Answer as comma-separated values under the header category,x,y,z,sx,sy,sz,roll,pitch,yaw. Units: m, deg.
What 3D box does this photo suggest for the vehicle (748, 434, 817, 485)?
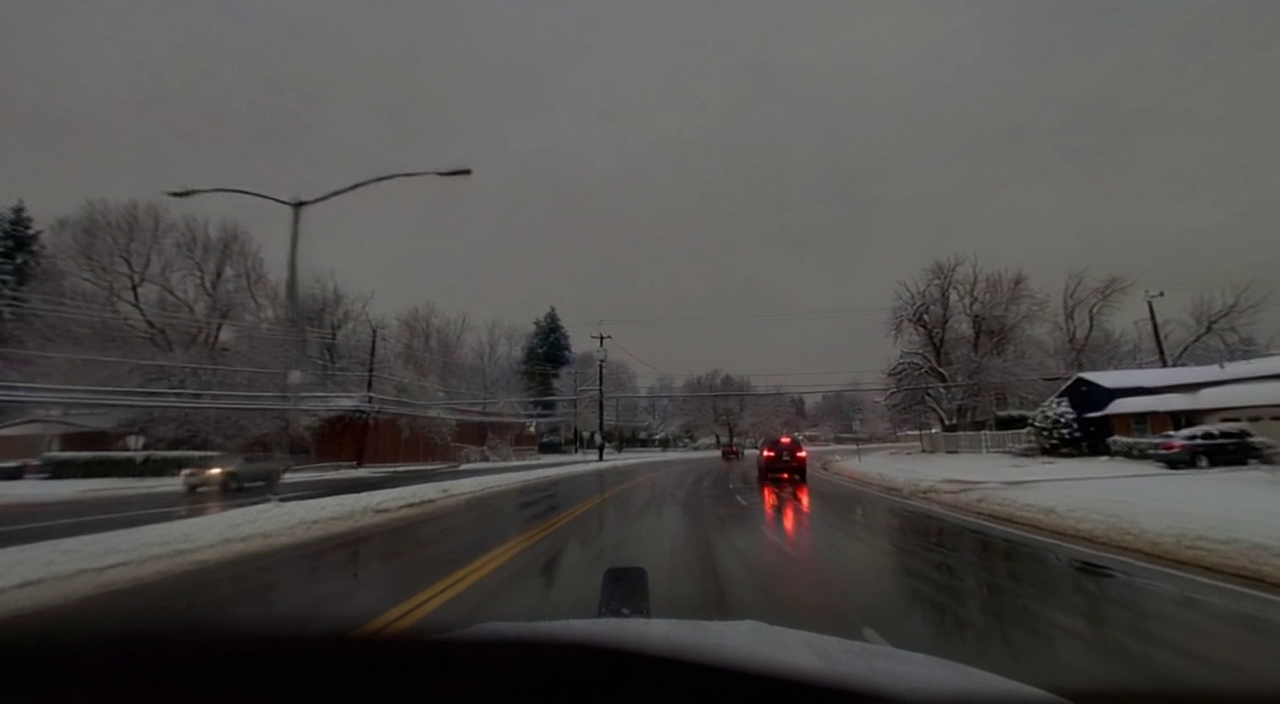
category,x,y,z,sx,sy,sz,roll,pitch,yaw
vehicle,5.592,4.279,25.371,2.141,1.833,4.704,-1,-8,6

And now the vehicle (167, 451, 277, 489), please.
category,x,y,z,sx,sy,sz,roll,pitch,yaw
vehicle,-18.389,5.156,27.941,1.828,1.497,3.858,-1,-9,9
